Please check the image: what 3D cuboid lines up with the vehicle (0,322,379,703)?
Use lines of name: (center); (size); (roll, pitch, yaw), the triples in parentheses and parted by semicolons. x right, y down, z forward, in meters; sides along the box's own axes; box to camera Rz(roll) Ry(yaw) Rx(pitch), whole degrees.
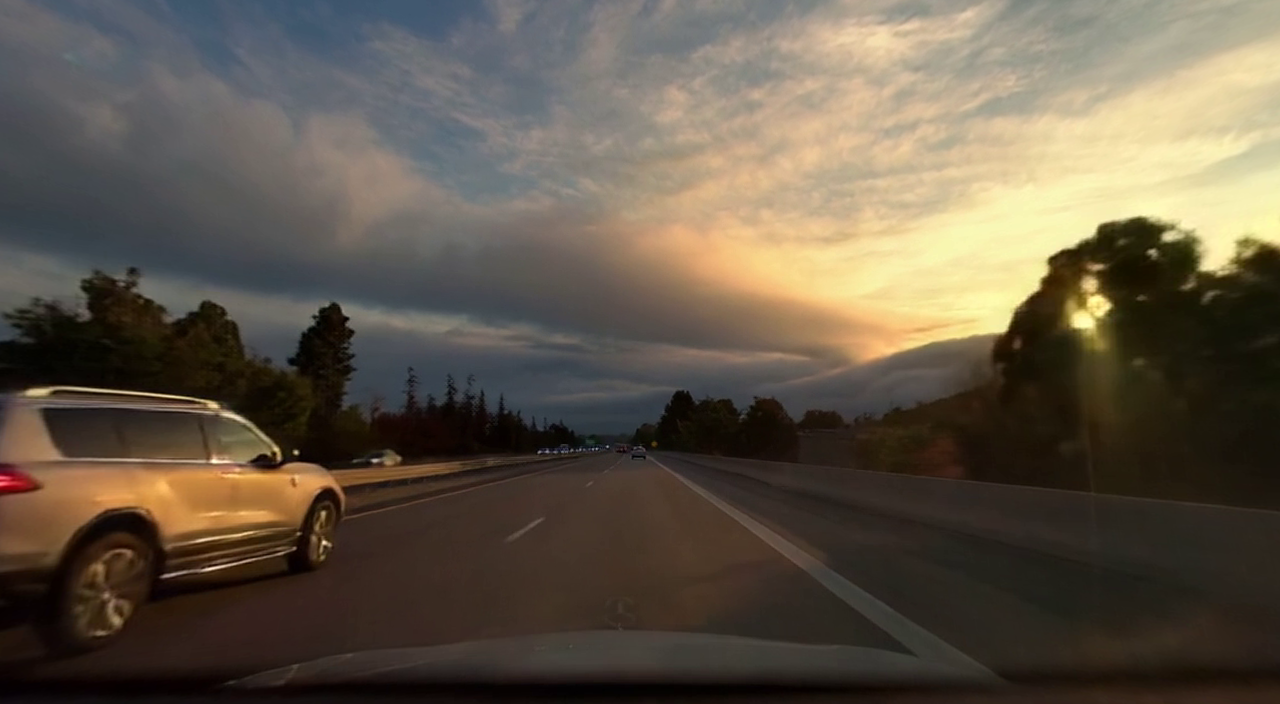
vehicle: (-4.110, 1.078, 4.786); (2.292, 1.802, 4.481); (0, -9, 0)
